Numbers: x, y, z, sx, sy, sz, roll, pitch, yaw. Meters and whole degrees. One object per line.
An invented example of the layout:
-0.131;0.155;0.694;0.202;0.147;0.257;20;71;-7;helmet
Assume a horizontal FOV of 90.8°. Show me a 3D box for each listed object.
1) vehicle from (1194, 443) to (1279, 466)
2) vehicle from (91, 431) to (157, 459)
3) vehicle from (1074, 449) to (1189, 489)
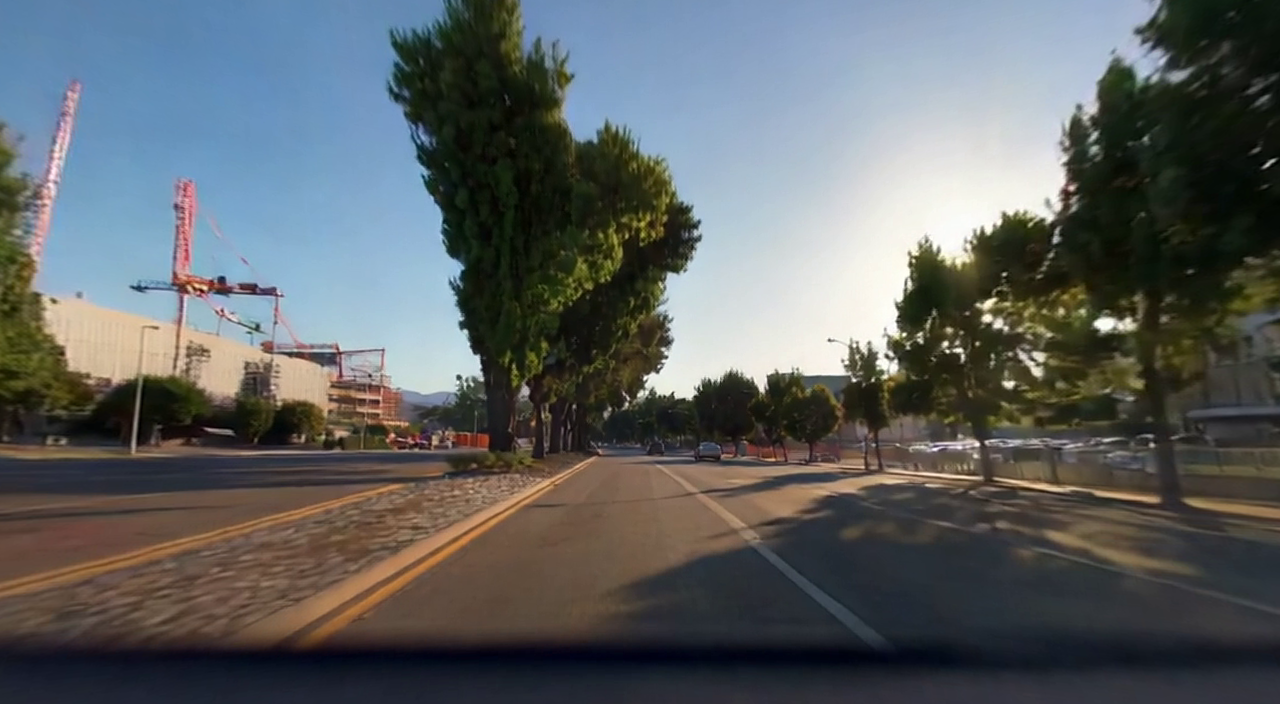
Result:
46.992;8.019;49.436;5.212;1.712;2.040;-8;-11;41;vehicle
-34.417;6.200;42.074;5.202;1.696;2.228;-7;-11;38;vehicle
27.016;6.421;35.002;2.394;1.893;4.807;2;-8;-3;vehicle
